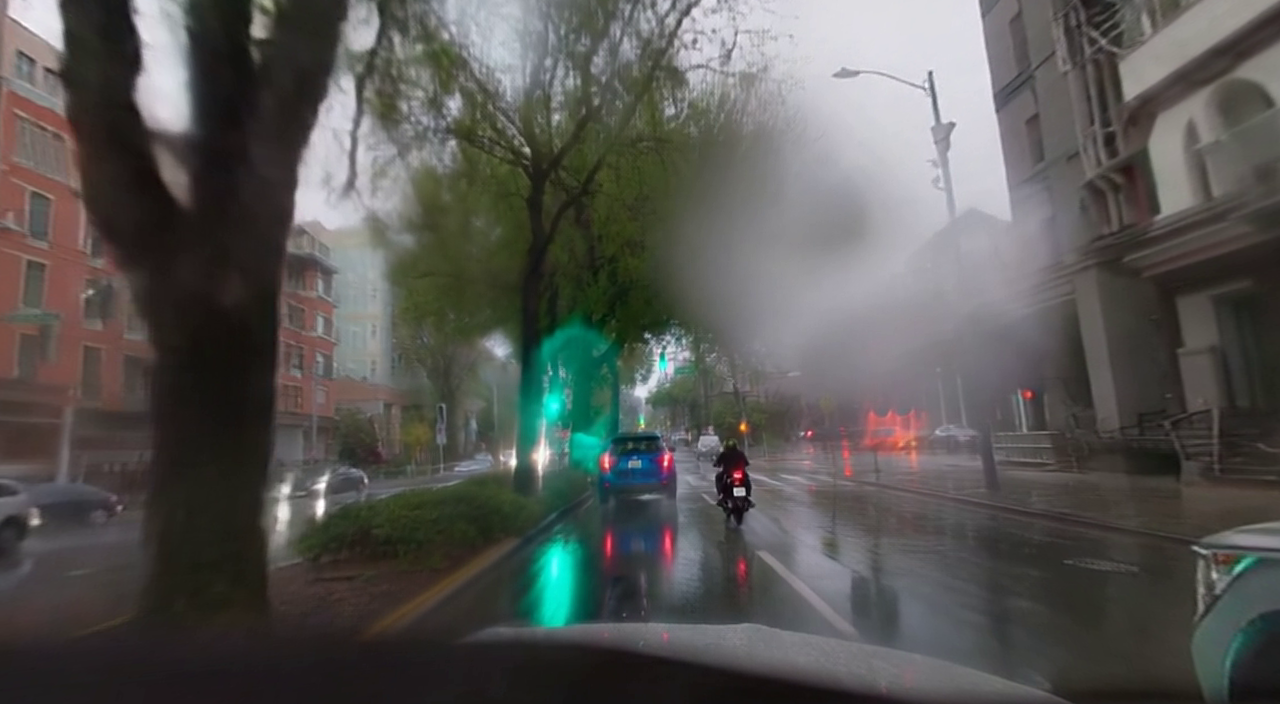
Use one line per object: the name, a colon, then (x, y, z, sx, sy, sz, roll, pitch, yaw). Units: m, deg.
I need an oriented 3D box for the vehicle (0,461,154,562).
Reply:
vehicle: (-13.001, 3.286, 13.448, 1.871, 1.786, 4.386, 0, -9, -3)

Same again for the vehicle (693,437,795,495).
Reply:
vehicle: (2.922, 3.332, 18.806, 2.101, 1.507, 4.355, 0, -9, -3)

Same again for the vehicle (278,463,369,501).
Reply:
vehicle: (-14.698, 6.042, 29.647, 1.963, 1.492, 4.885, 0, -9, -3)

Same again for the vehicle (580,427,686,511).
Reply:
vehicle: (-0.131, 2.813, 15.573, 2.265, 1.748, 4.130, 0, -9, 1)
